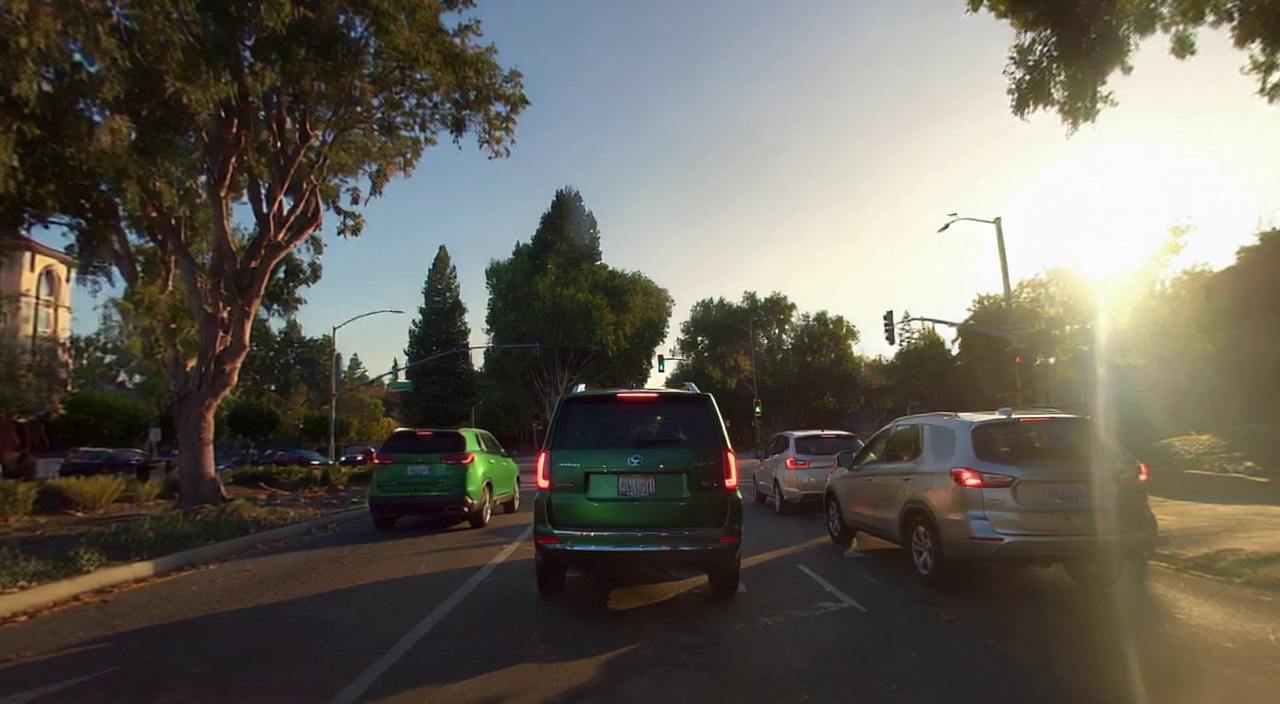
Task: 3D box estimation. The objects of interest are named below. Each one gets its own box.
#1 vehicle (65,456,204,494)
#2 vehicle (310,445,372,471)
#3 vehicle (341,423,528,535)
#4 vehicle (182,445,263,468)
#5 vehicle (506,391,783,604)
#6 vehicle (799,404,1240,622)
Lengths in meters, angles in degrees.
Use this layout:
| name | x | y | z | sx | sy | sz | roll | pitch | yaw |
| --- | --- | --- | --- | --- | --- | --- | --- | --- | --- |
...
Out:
| name | x | y | z | sx | sy | sz | roll | pitch | yaw |
| --- | --- | --- | --- | --- | --- | --- | --- | --- | --- |
| vehicle | -22.291 | 5.423 | 28.200 | 2.312 | 1.443 | 4.684 | 0 | -9 | 1 |
| vehicle | -22.139 | 7.832 | 47.043 | 1.993 | 1.844 | 5.316 | 0 | -9 | 0 |
| vehicle | -3.399 | 2.176 | 11.408 | 1.961 | 1.639 | 4.064 | 0 | -9 | 0 |
| vehicle | -29.998 | 7.509 | 45.454 | 4.403 | 1.532 | 1.914 | 0 | -8 | -3 |
| vehicle | 0.020 | 1.495 | 7.263 | 2.294 | 1.761 | 3.857 | 0 | -9 | -1 |
| vehicle | 3.473 | 1.560 | 7.077 | 2.202 | 1.657 | 4.298 | 0 | -9 | -1 |
